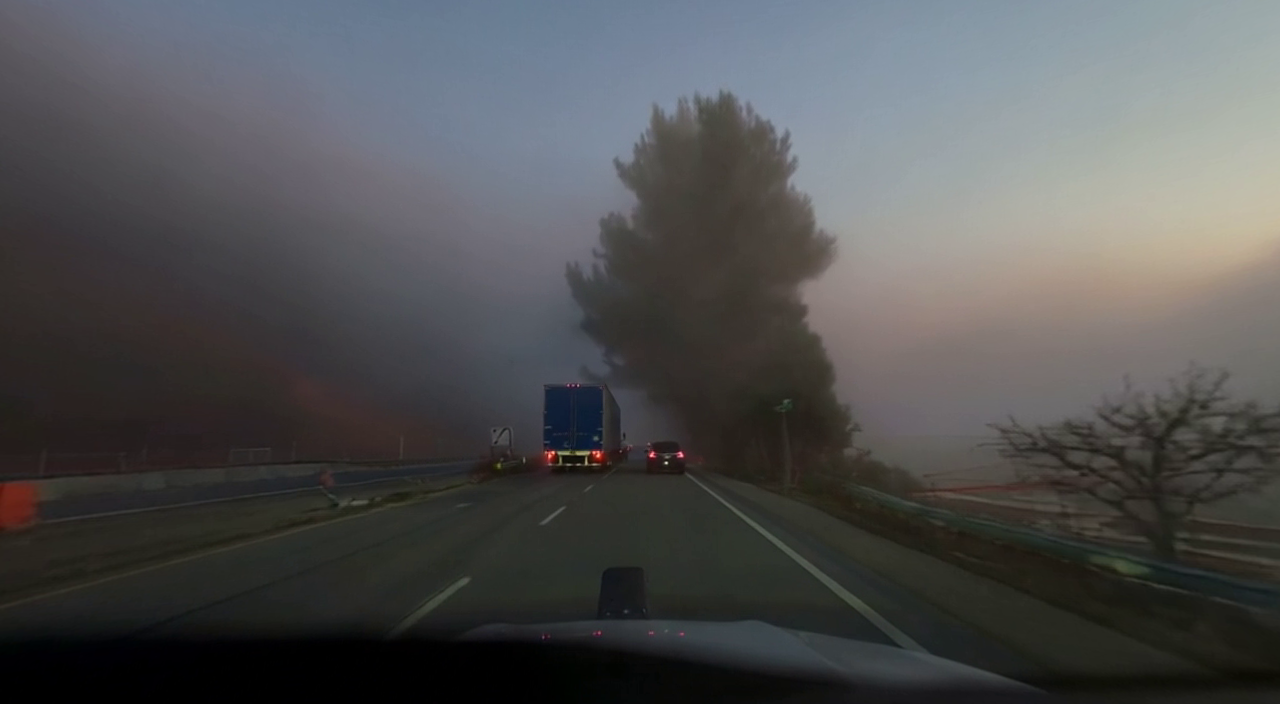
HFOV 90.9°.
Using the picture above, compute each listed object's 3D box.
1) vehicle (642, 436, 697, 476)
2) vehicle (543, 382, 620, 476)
[{"bbox_3d":[1.259,4.775,29.172,2.304,1.675,4.462,0,-8,0],"label":"vehicle"},{"bbox_3d":[-2.845,4.521,35.695,2.906,4.115,15.715,0,-8,0],"label":"vehicle"}]
